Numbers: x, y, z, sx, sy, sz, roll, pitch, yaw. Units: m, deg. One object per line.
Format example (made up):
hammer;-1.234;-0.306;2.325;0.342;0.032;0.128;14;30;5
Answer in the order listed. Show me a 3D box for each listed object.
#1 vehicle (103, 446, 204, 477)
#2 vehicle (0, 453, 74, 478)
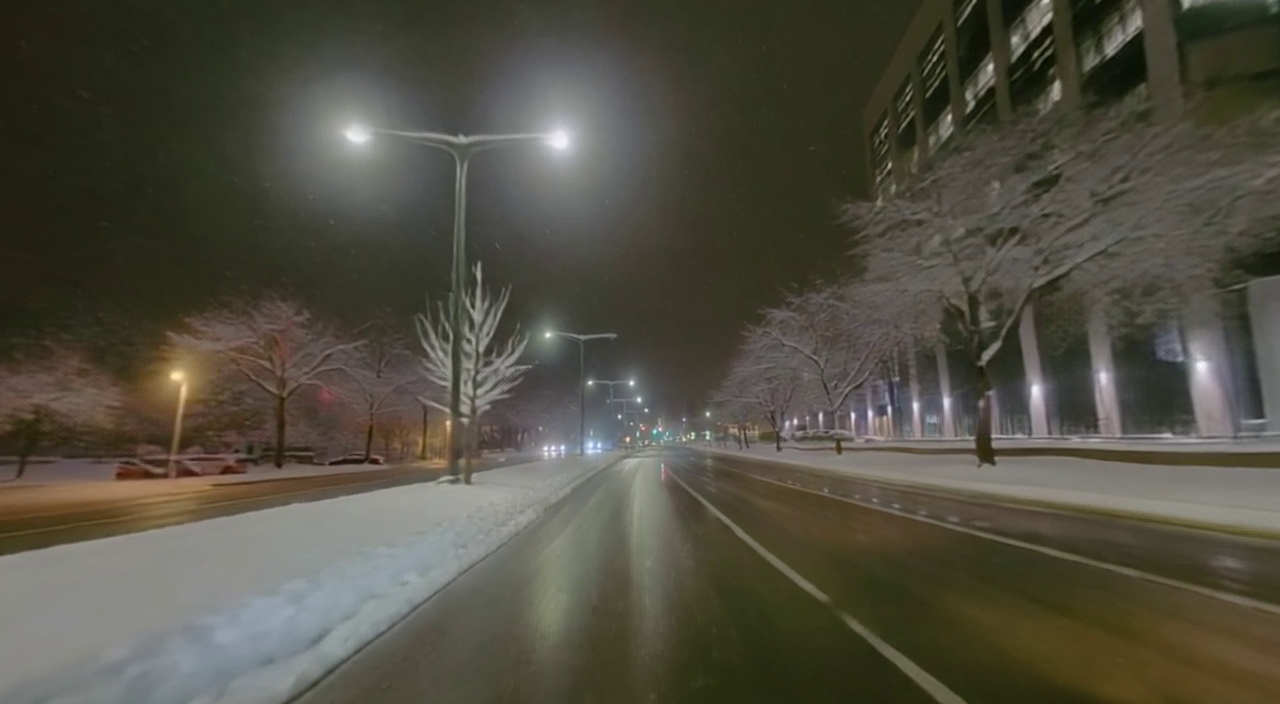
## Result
vehicle;-29.407;6.631;38.298;4.470;1.480;1.989;-4;-10;0
vehicle;-40.507;7.532;42.018;4.102;1.543;1.629;0;-9;2
